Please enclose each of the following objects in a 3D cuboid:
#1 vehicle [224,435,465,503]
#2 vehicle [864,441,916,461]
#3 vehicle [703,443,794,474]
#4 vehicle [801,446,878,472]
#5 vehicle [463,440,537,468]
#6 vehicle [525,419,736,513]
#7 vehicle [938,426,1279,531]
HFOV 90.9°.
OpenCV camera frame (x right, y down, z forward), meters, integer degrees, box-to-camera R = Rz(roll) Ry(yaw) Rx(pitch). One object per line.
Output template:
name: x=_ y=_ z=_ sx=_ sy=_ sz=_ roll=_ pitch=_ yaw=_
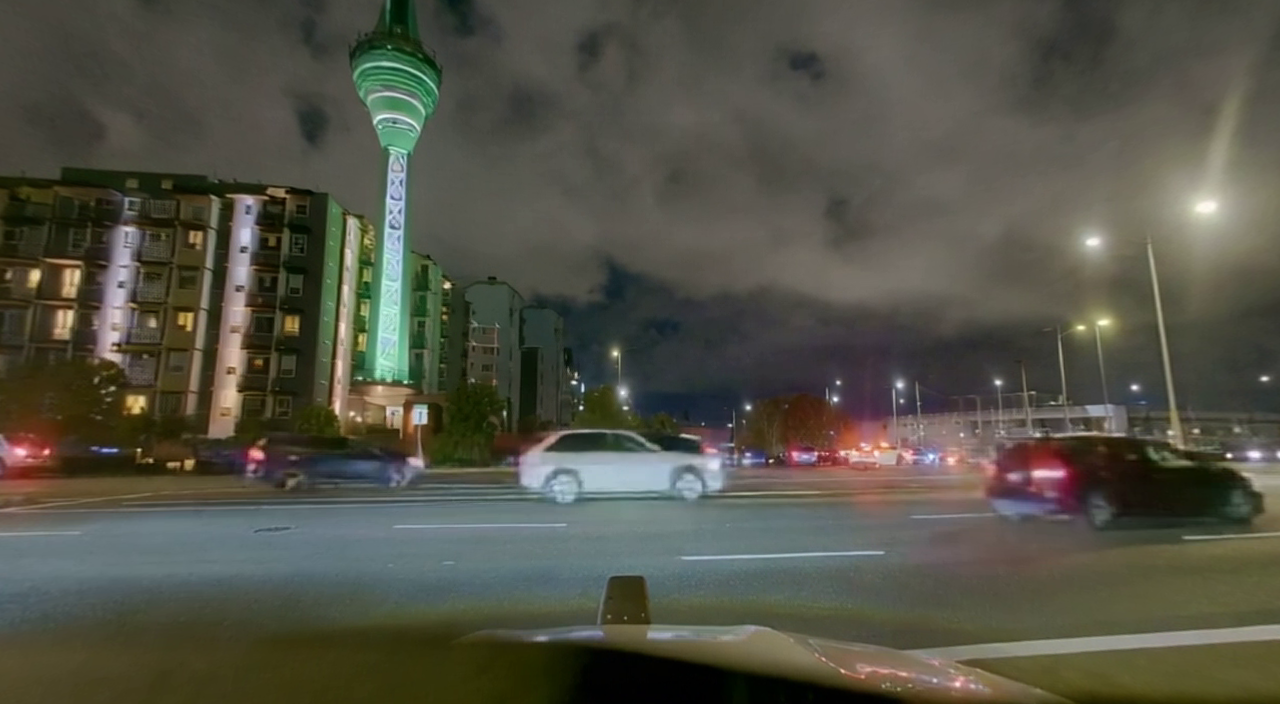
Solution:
vehicle: x=-6.800 y=2.747 z=15.066 sx=4.795 sy=1.465 sz=1.882 roll=1 pitch=-9 yaw=-8
vehicle: x=19.644 y=7.796 z=49.697 sx=2.133 sy=1.494 sz=4.108 roll=1 pitch=-8 yaw=-5
vehicle: x=6.612 y=6.519 z=38.708 sx=5.127 sy=1.803 sz=2.011 roll=1 pitch=-9 yaw=-9
vehicle: x=12.606 y=6.769 z=39.971 sx=4.215 sy=1.575 sz=1.884 roll=2 pitch=-9 yaw=-12
vehicle: x=-10.291 y=7.500 z=46.474 sx=4.920 sy=1.956 sz=1.865 roll=-2 pitch=-9 yaw=14
vehicle: x=-0.279 y=2.269 z=12.837 sx=4.011 sy=1.697 sz=1.857 roll=1 pitch=-9 yaw=-10
vehicle: x=7.896 y=2.067 z=10.739 sx=4.685 sy=1.528 sz=2.014 roll=1 pitch=-9 yaw=-9
